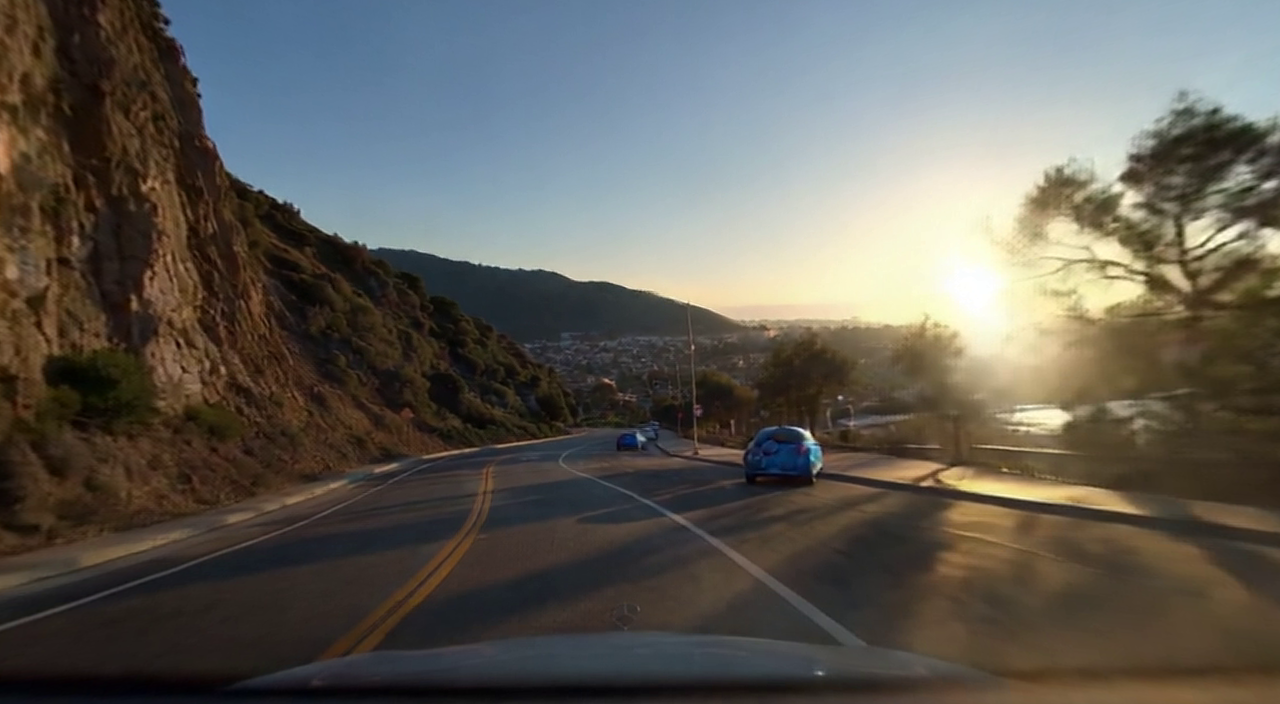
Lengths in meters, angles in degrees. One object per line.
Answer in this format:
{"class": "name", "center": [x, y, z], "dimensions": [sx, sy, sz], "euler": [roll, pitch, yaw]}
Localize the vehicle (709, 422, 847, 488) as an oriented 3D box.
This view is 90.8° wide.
{"class": "vehicle", "center": [4.126, 2.969, 18.414], "dimensions": [2.064, 1.667, 4.453], "euler": [-7, -11, 38]}
